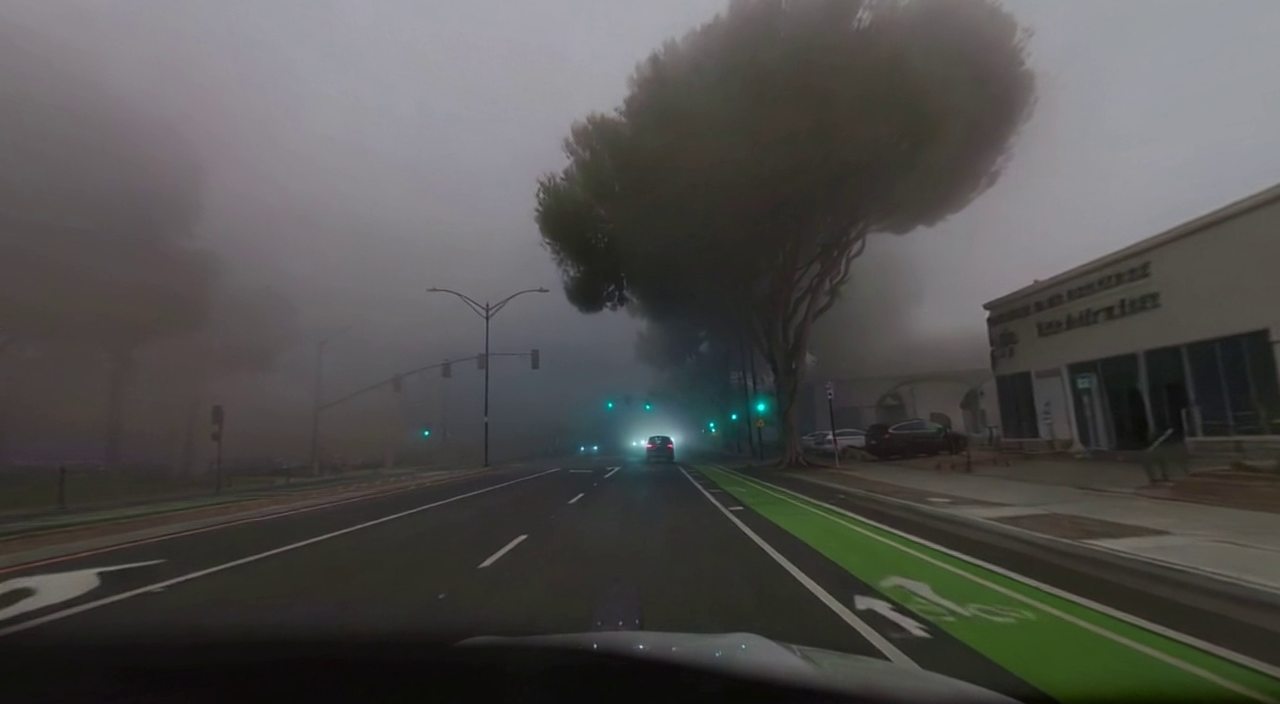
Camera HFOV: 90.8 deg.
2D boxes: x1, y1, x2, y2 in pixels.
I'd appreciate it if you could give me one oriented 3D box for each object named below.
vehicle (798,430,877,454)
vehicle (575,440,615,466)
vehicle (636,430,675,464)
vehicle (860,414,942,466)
[{"bbox_3d":[13.458,6.151,43.264,4.685,1.554,2.019,-1,-8,2],"label":"vehicle"},{"bbox_3d":[-2.588,5.964,37.467,1.969,1.481,3.868,-1,-8,2],"label":"vehicle"},{"bbox_3d":[0.924,5.739,38.166,2.206,1.922,4.262,0,-8,1],"label":"vehicle"},{"bbox_3d":[11.928,4.100,29.296,1.996,2.172,5.298,-1,-8,6],"label":"vehicle"}]
